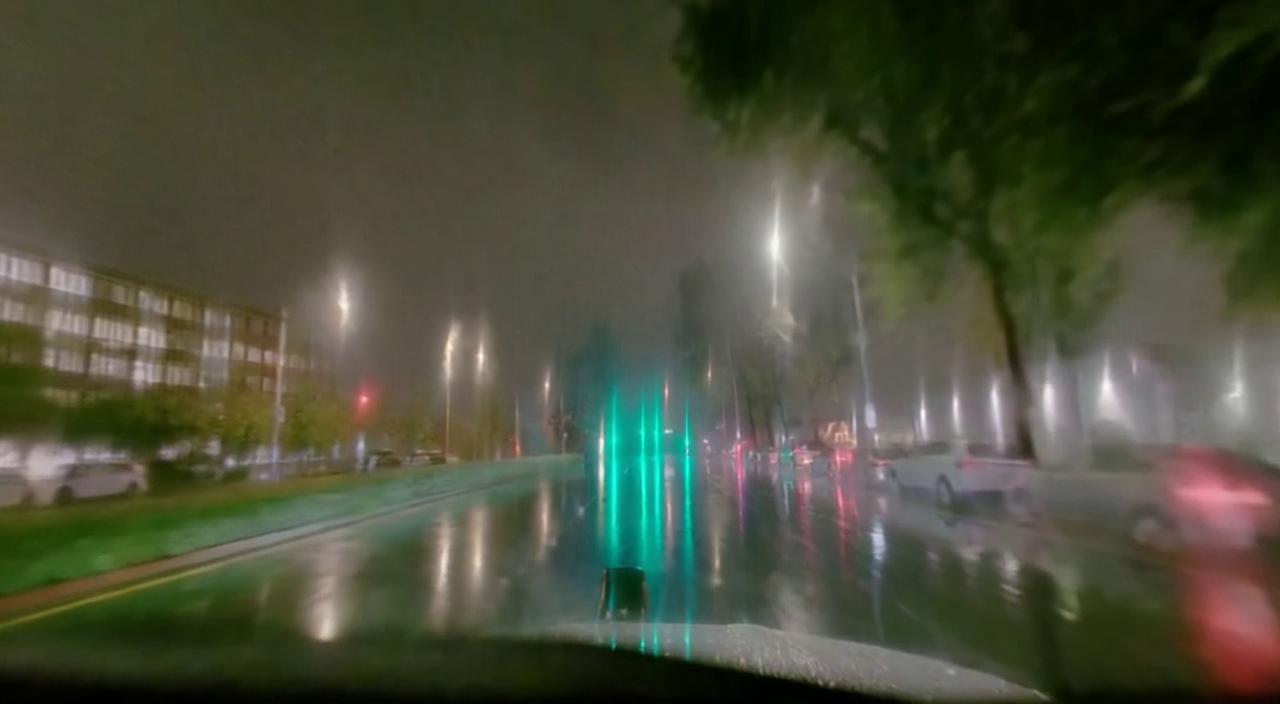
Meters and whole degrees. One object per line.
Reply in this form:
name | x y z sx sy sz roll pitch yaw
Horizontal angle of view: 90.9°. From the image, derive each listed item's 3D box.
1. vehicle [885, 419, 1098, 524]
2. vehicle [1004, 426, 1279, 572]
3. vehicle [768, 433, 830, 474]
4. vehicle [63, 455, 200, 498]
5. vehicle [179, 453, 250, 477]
vehicle | 7.305 2.537 13.869 1.974 1.876 4.842 -1 -9 2
vehicle | 7.330 1.919 8.936 1.786 1.538 4.266 2 -9 0
vehicle | 7.811 5.045 31.472 1.908 1.833 4.711 0 -9 1
vehicle | -21.696 5.288 27.220 1.936 1.538 4.777 -3 -9 0
vehicle | -28.897 7.665 42.999 1.879 1.518 4.165 -1 -9 1
